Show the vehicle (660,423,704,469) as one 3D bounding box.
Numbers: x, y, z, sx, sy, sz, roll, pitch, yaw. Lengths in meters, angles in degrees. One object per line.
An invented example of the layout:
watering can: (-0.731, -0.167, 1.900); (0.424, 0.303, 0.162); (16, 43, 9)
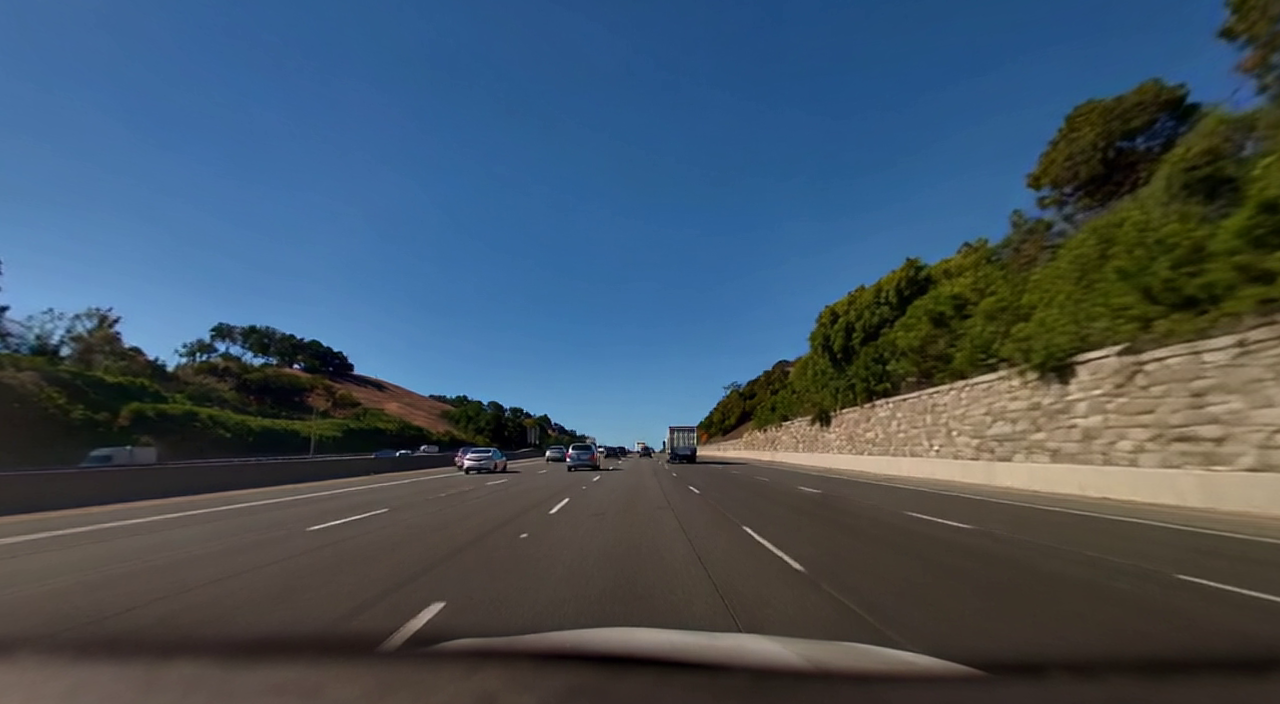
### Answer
vehicle: (3.082, 7.191, 48.333); (2.795, 3.187, 7.205); (0, -9, 0)

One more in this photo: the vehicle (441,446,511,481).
vehicle: (-7.677, 5.227, 29.996); (2.102, 1.522, 4.394); (0, -9, 0)

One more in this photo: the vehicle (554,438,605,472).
vehicle: (-3.859, 6.698, 41.232); (2.720, 2.041, 5.432); (0, -9, 1)
